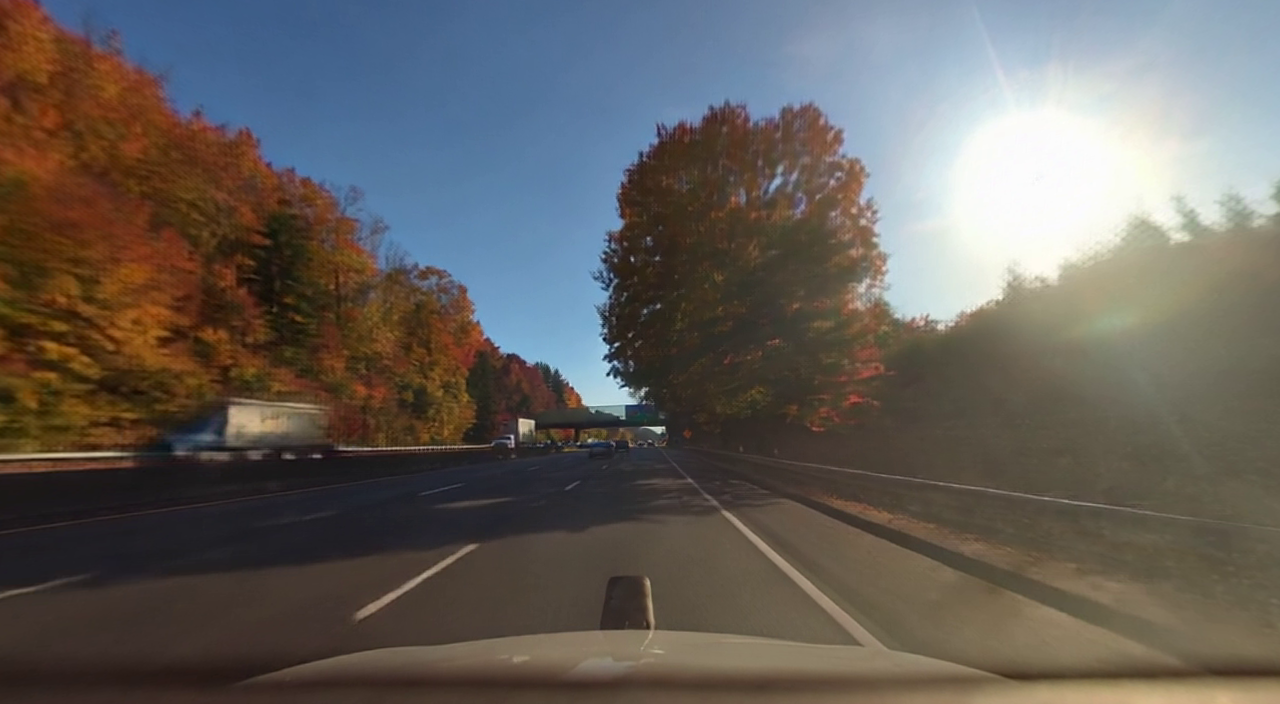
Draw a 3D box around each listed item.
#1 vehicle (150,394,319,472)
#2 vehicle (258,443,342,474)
[{"bbox_3d":[-23.021,4.786,36.741,2.976,3.894,9.880,0,-8,1],"label":"vehicle"},{"bbox_3d":[-18.240,5.708,34.000,1.878,1.520,4.582,0,-8,2],"label":"vehicle"}]
